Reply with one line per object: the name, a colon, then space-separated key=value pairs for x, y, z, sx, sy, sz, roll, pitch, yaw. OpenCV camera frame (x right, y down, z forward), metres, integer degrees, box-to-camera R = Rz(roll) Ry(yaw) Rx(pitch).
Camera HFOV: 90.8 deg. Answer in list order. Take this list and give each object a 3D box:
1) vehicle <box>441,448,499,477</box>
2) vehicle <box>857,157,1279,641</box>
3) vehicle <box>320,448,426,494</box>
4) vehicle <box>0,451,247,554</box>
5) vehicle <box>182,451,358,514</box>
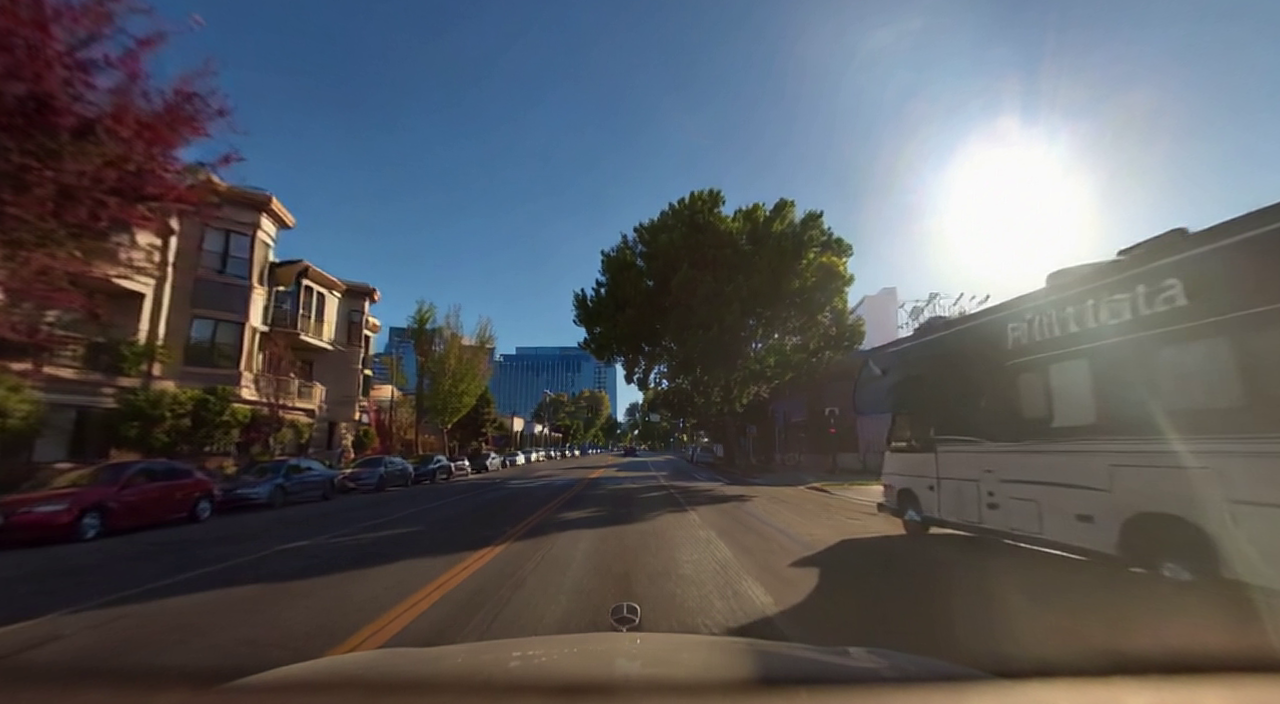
vehicle: x=-10.132 y=6.592 z=38.081 sx=1.995 sy=1.564 sz=5.321 roll=0 pitch=-8 yaw=0
vehicle: x=6.071 y=0.780 z=7.599 sx=3.102 sy=3.473 sz=9.734 roll=0 pitch=-8 yaw=-2
vehicle: x=-10.030 y=4.464 z=24.218 sx=1.918 sy=1.535 sz=4.834 roll=0 pitch=-8 yaw=1
vehicle: x=-9.986 y=2.616 z=11.824 sx=2.078 sy=1.427 sz=4.900 roll=0 pitch=-8 yaw=0
vehicle: x=-10.030 y=3.526 z=17.723 sx=1.959 sy=1.451 sz=4.990 roll=0 pitch=-8 yaw=-1
